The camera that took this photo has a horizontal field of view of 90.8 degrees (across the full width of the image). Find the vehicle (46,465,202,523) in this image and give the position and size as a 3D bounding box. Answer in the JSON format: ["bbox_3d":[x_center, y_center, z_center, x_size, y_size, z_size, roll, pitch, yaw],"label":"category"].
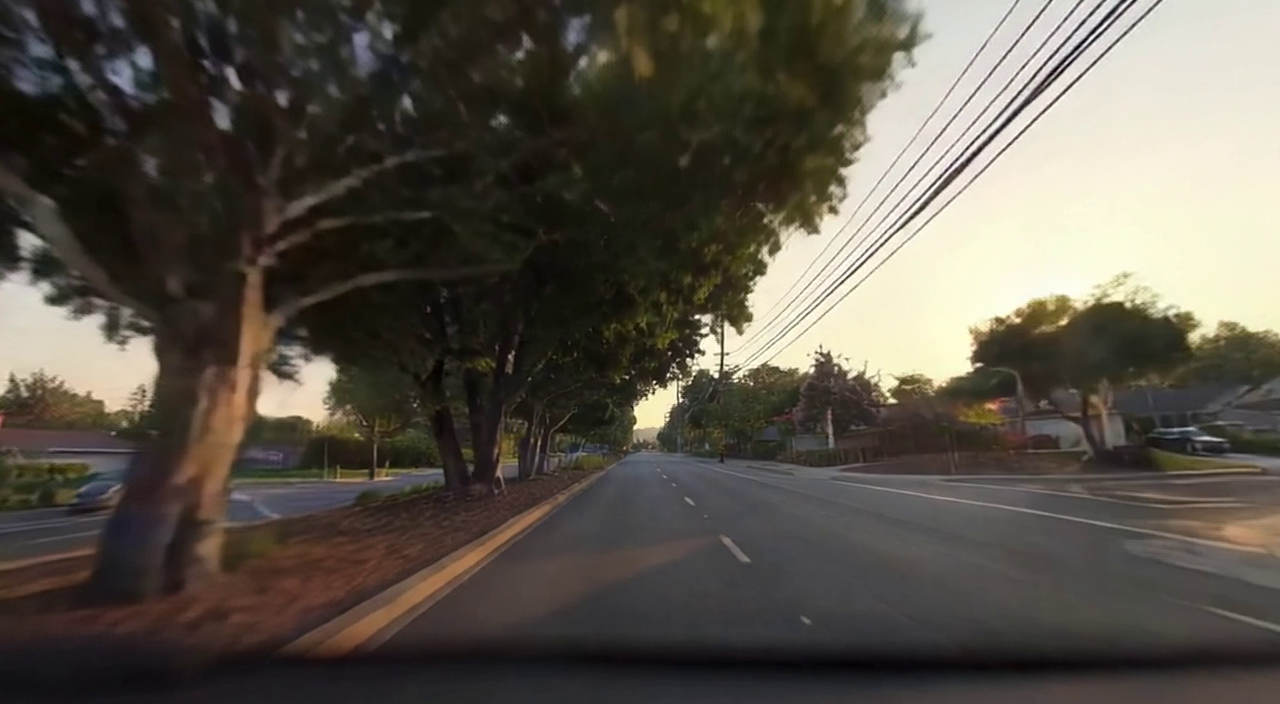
[{"bbox_3d":[-18.958,5.194,23.555,1.955,1.584,4.664,-6,-9,0],"label":"vehicle"}]

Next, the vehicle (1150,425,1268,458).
[{"bbox_3d":[30.305,4.780,33.747,4.300,1.684,1.904,-1,-8,3],"label":"vehicle"}]
